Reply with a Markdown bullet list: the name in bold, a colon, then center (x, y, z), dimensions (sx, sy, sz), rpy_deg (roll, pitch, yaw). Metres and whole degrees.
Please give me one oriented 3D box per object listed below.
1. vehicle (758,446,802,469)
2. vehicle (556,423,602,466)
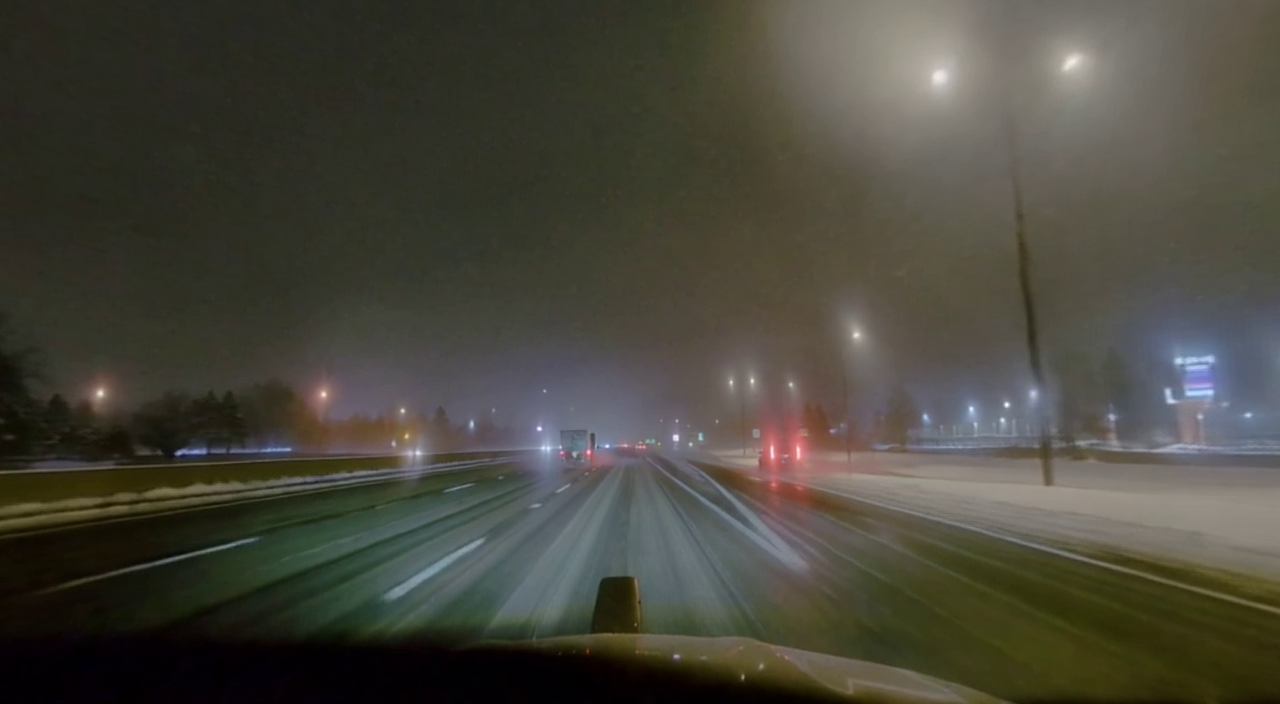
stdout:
- **vehicle**: center (9.412, 7.106, 42.829), dimensions (2.035, 1.491, 4.246), rpy_deg (0, -9, 1)
- **vehicle**: center (-4.404, 6.865, 46.833), dimensions (2.881, 2.937, 7.045), rpy_deg (0, -9, -2)
